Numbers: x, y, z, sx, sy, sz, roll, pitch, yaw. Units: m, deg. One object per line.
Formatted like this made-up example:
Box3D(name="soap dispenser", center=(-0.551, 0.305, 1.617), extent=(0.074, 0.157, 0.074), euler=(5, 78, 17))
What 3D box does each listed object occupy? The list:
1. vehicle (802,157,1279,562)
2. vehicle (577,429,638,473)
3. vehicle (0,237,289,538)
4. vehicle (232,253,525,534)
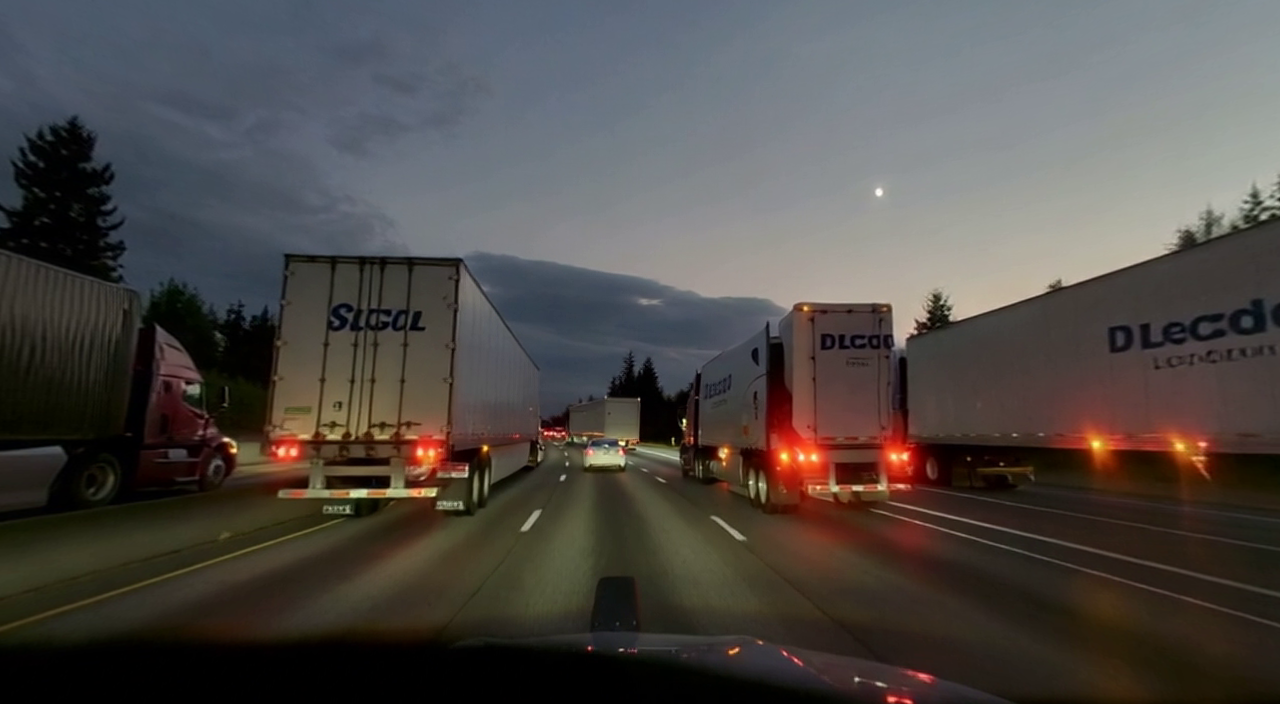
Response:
Box3D(name="vehicle", center=(7.600, 0.168, 7.269), extent=(2.820, 4.084, 13.786), euler=(3, -8, -25))
Box3D(name="vehicle", center=(-1.362, 3.784, 24.400), extent=(2.060, 1.540, 4.374), euler=(1, -8, -7))
Box3D(name="vehicle", center=(-10.739, 0.259, 6.998), extent=(2.867, 4.125, 14.026), euler=(-2, -8, 14))
Box3D(name="vehicle", center=(-4.284, 1.091, 12.929), extent=(2.822, 3.788, 8.799), euler=(0, -8, -5))
